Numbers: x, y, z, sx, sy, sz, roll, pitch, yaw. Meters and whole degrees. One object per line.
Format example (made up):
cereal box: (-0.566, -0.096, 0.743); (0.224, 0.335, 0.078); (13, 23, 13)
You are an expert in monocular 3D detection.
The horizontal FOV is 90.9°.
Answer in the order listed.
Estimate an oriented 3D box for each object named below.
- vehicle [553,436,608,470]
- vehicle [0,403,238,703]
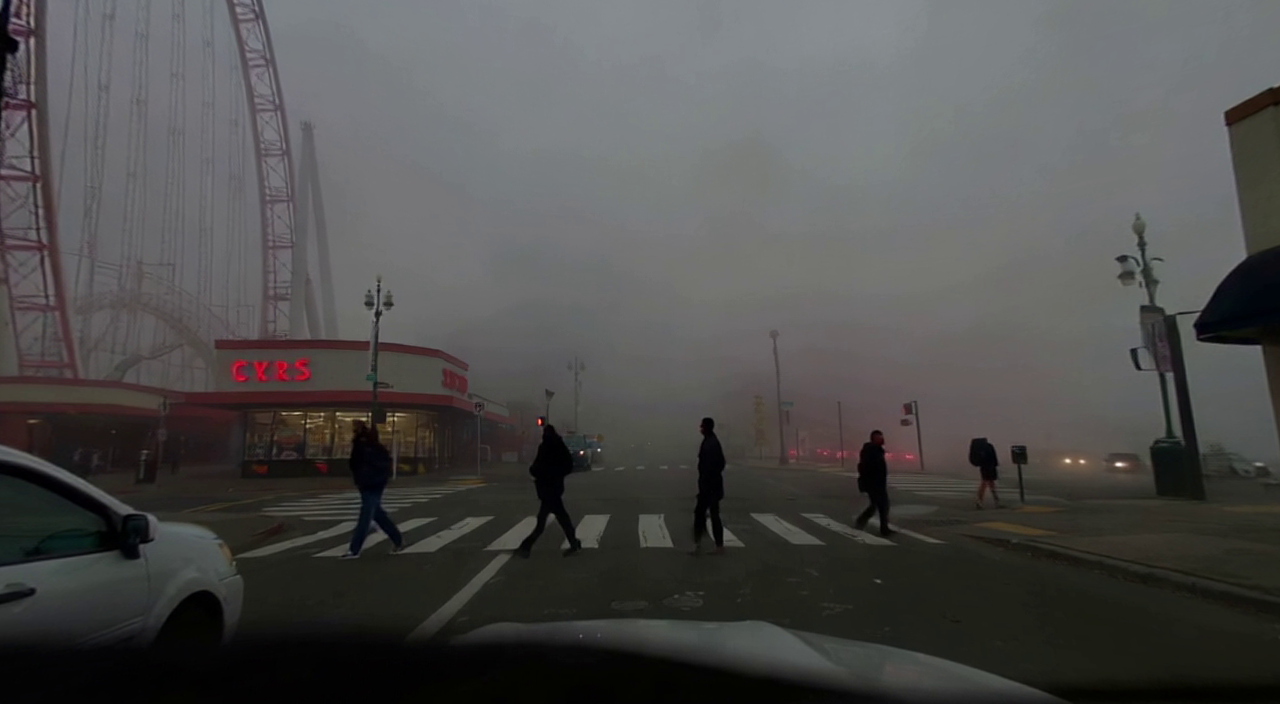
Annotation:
vehicle: (-3.914, 6.401, 40.240); (2.549, 2.000, 5.699); (2, -9, -15)
vehicle: (-3.366, 0.787, 1.188); (1.940, 1.505, 4.676); (-1, -9, 3)
